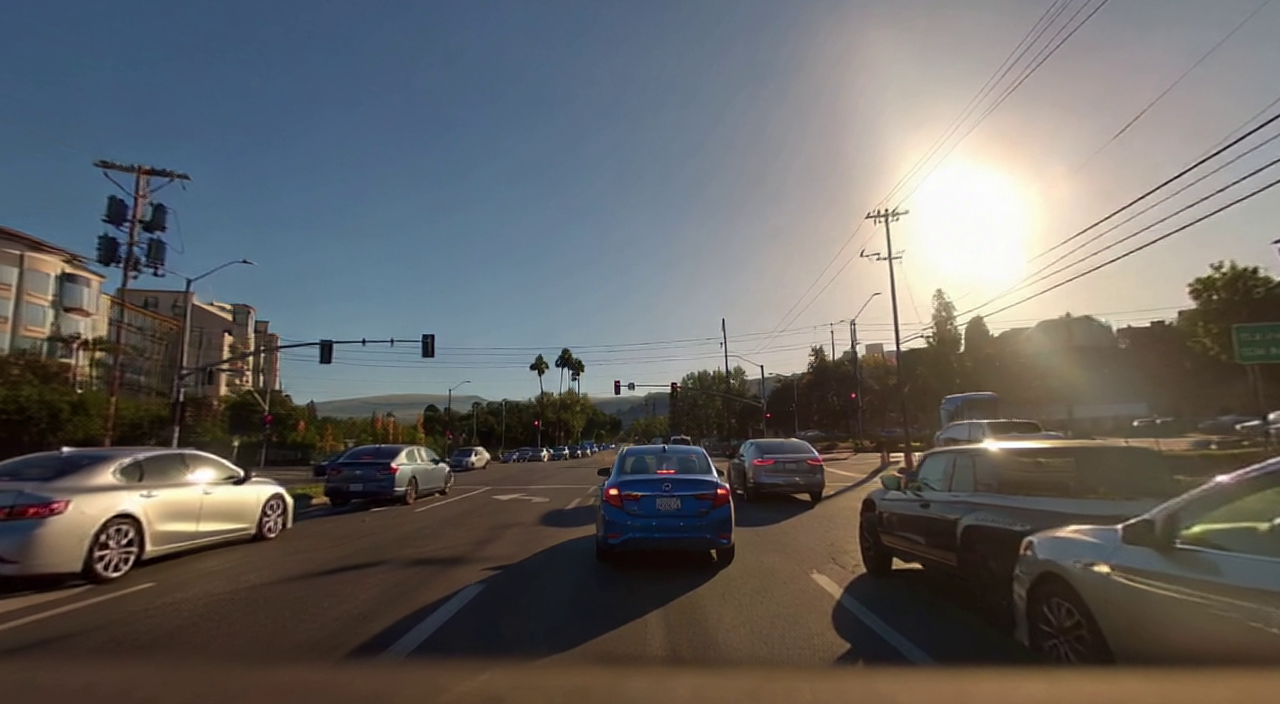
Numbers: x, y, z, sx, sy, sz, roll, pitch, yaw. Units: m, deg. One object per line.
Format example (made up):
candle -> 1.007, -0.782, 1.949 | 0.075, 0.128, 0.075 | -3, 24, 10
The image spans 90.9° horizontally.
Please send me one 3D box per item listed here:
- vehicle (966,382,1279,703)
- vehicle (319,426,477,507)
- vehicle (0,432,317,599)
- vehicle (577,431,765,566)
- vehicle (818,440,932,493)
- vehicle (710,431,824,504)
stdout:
vehicle -> 3.101, 0.856, 2.073 | 1.870, 1.523, 4.096 | 0, -8, 0
vehicle -> -6.239, 3.005, 17.106 | 2.070, 1.824, 5.196 | -1, -8, 2
vehicle -> -6.404, 1.831, 8.112 | 1.955, 1.497, 4.639 | -1, -8, 1
vehicle -> 0.328, 1.939, 9.129 | 2.109, 1.483, 3.964 | 0, -8, -1
vehicle -> 7.271, 3.557, 20.057 | 1.867, 1.459, 4.436 | 0, -8, -1
vehicle -> 3.239, 3.039, 17.094 | 2.042, 1.676, 4.364 | 0, -8, -2
